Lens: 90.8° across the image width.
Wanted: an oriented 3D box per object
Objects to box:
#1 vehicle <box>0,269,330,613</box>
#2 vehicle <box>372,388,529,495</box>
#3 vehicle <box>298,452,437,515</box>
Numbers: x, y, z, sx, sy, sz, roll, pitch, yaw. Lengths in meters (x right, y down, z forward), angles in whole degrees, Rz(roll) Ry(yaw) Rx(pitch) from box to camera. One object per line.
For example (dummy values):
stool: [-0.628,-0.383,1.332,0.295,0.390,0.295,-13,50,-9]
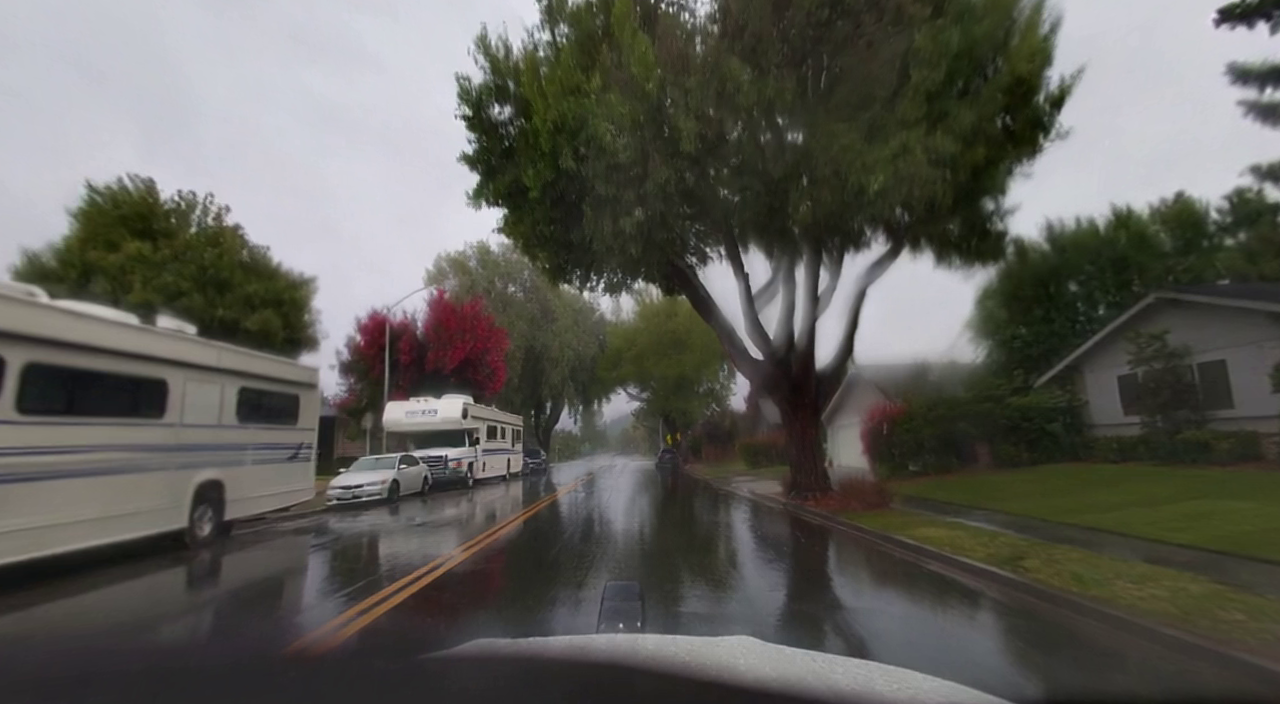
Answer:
vehicle: [-7.292,1.031,7.213,2.889,3.119,8.837,0,-9,1]
vehicle: [-7.259,3.929,26.756,3.103,3.479,11.801,-1,-10,0]
vehicle: [-7.374,3.567,17.677,1.932,1.438,4.552,0,-8,-1]
